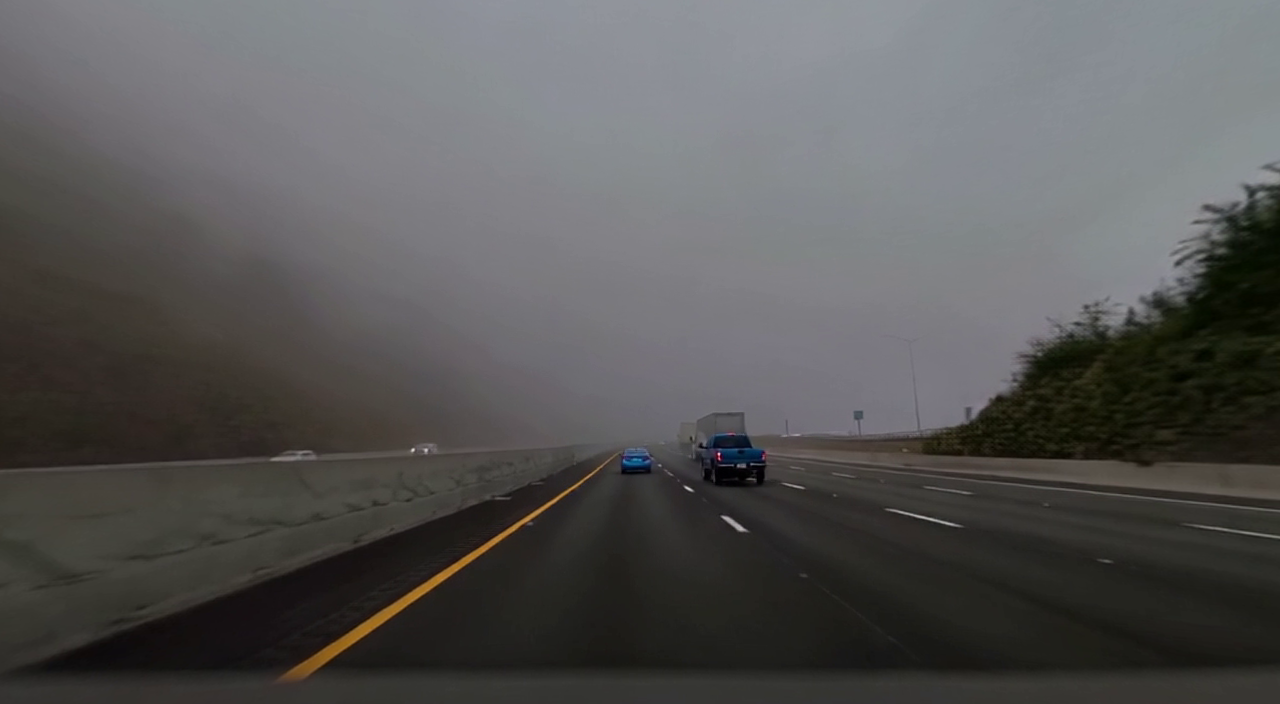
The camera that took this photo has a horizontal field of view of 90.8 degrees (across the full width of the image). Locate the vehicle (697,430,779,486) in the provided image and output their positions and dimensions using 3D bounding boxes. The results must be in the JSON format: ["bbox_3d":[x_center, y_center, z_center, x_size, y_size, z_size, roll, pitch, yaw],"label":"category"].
[{"bbox_3d":[3.429,3.832,23.059,2.098,1.794,4.561,0,-9,-2],"label":"vehicle"}]

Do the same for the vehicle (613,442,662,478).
[{"bbox_3d":[-0.137,4.860,28.644,2.083,1.477,3.965,0,-9,-1],"label":"vehicle"}]
